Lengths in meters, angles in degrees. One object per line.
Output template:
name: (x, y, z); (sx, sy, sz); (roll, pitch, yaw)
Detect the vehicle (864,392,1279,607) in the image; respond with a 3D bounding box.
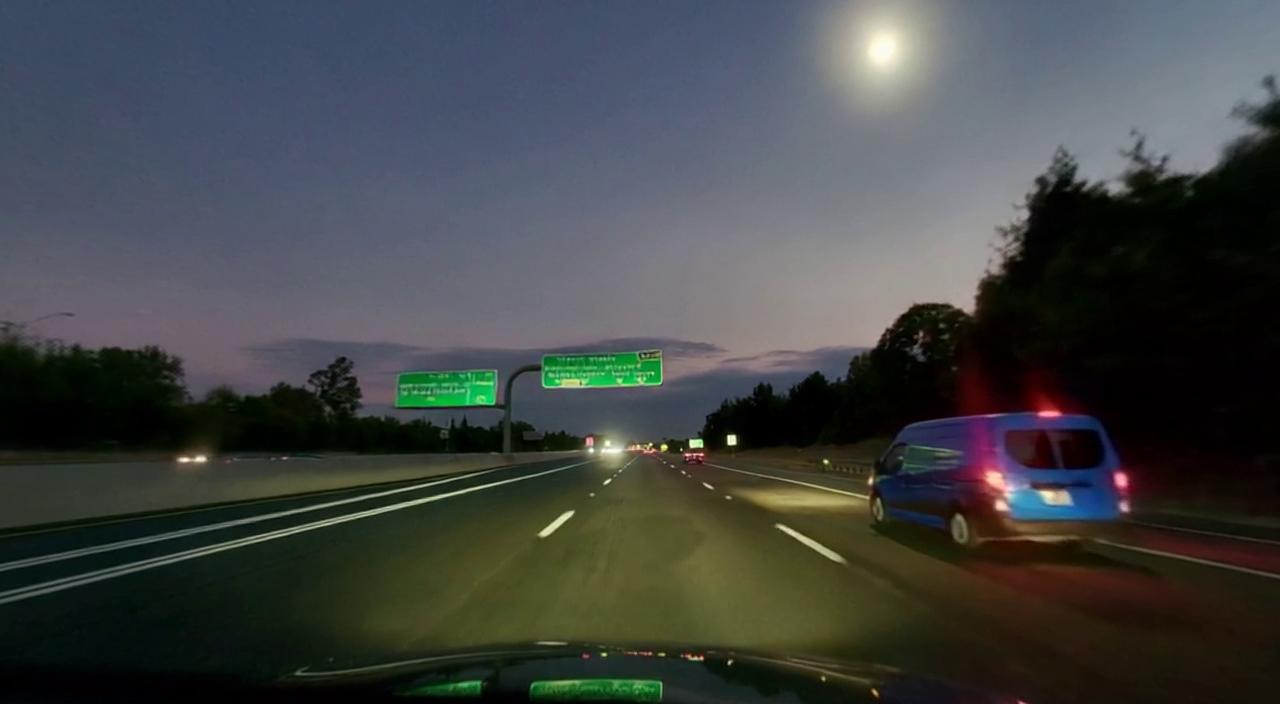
vehicle: (4.578, 1.584, 7.589); (1.971, 1.795, 4.389); (0, -9, -3)

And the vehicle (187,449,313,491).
vehicle: (-15.142, 4.579, 24.830); (1.903, 1.486, 4.666); (0, -9, 1)
